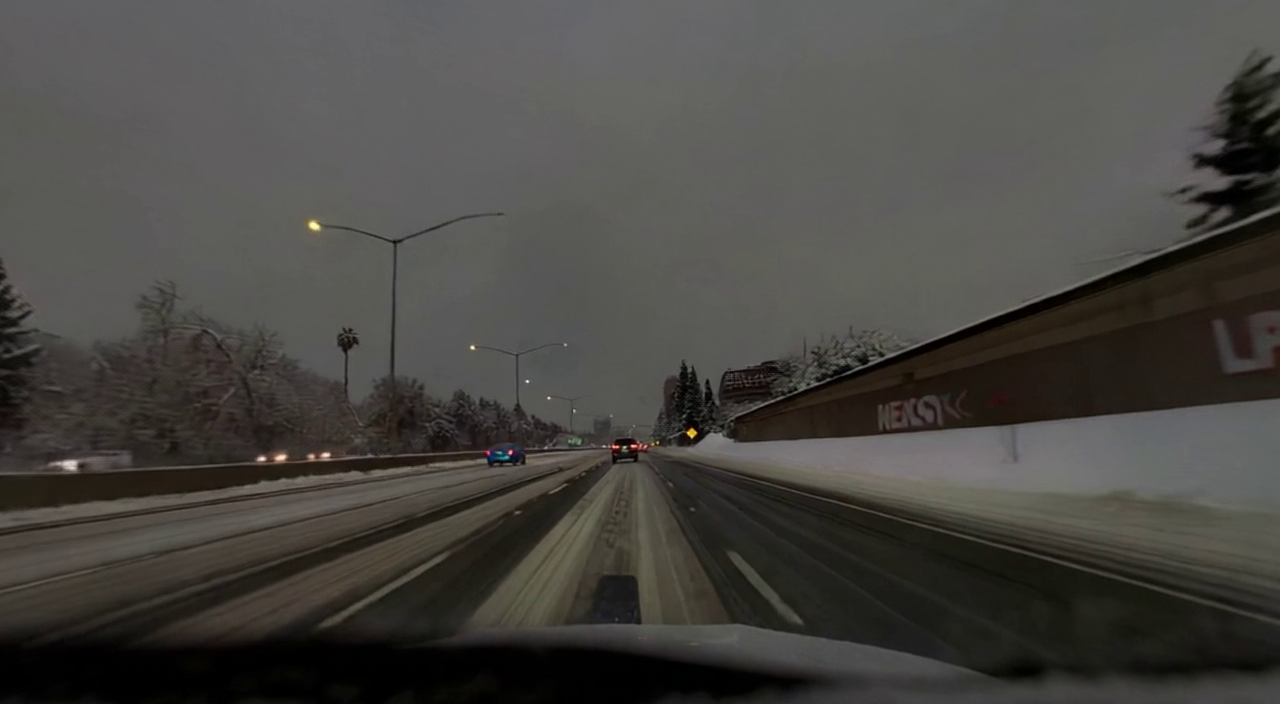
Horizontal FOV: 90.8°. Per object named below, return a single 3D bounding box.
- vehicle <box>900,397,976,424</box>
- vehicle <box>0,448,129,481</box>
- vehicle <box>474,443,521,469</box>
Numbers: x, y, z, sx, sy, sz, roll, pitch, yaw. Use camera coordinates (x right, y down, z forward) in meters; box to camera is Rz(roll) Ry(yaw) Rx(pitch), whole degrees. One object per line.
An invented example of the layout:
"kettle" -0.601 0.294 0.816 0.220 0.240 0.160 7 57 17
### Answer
"vehicle" 17.205 3.398 36.560 3.539 1.395 1.688 0 -9 -1
"vehicle" -33.519 6.497 37.008 2.171 1.758 5.944 0 -9 0
"vehicle" -8.833 6.487 39.559 1.971 1.552 4.465 0 -9 -1
